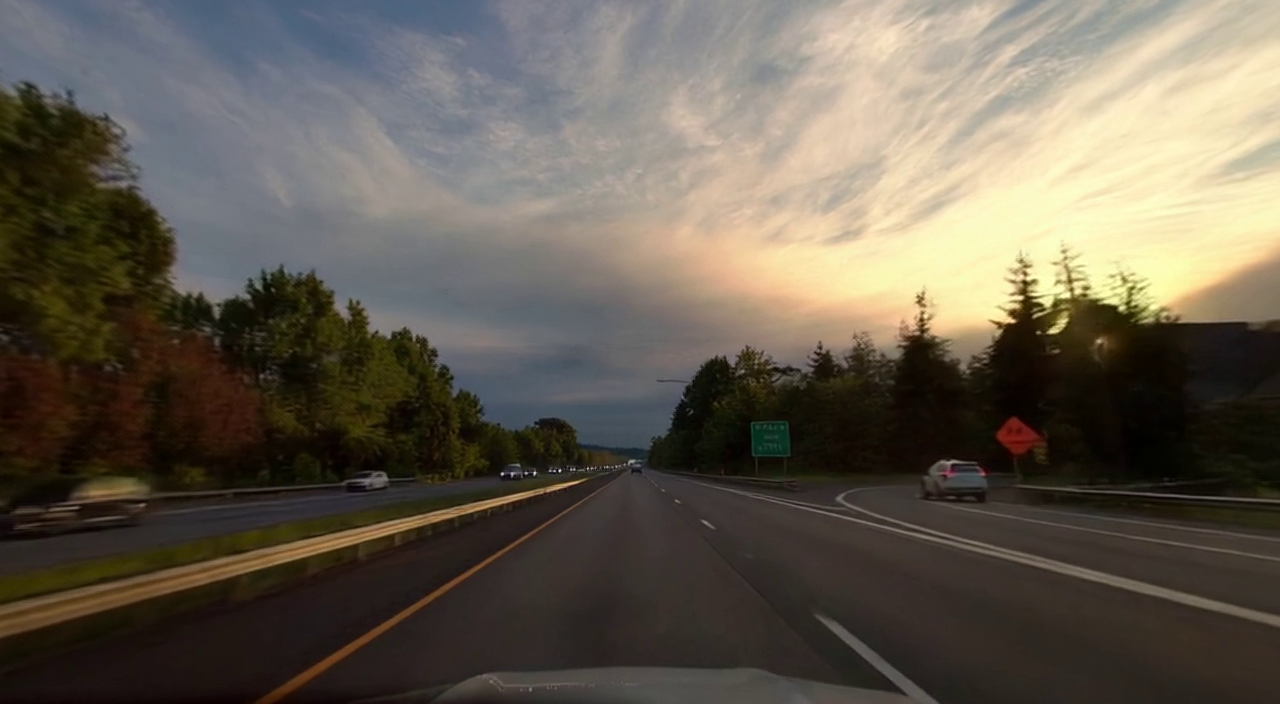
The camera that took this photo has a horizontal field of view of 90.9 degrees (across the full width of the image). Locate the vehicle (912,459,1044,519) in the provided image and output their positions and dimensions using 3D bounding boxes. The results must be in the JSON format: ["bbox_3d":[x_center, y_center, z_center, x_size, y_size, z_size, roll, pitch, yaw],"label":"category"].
[{"bbox_3d":[10.054,4.102,19.218,1.951,1.566,4.616,-1,-11,7],"label":"vehicle"}]

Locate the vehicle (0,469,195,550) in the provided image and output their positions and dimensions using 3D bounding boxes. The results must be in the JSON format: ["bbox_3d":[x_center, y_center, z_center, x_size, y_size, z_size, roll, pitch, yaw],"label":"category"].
[{"bbox_3d":[-12.832,3.450,14.397,1.956,1.478,4.565,1,-10,0],"label":"vehicle"}]

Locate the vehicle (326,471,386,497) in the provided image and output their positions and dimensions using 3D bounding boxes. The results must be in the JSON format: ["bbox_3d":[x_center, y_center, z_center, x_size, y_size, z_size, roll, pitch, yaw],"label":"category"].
[{"bbox_3d":[-17.290,8.046,38.571,1.788,1.493,3.815,0,-10,1],"label":"vehicle"}]
